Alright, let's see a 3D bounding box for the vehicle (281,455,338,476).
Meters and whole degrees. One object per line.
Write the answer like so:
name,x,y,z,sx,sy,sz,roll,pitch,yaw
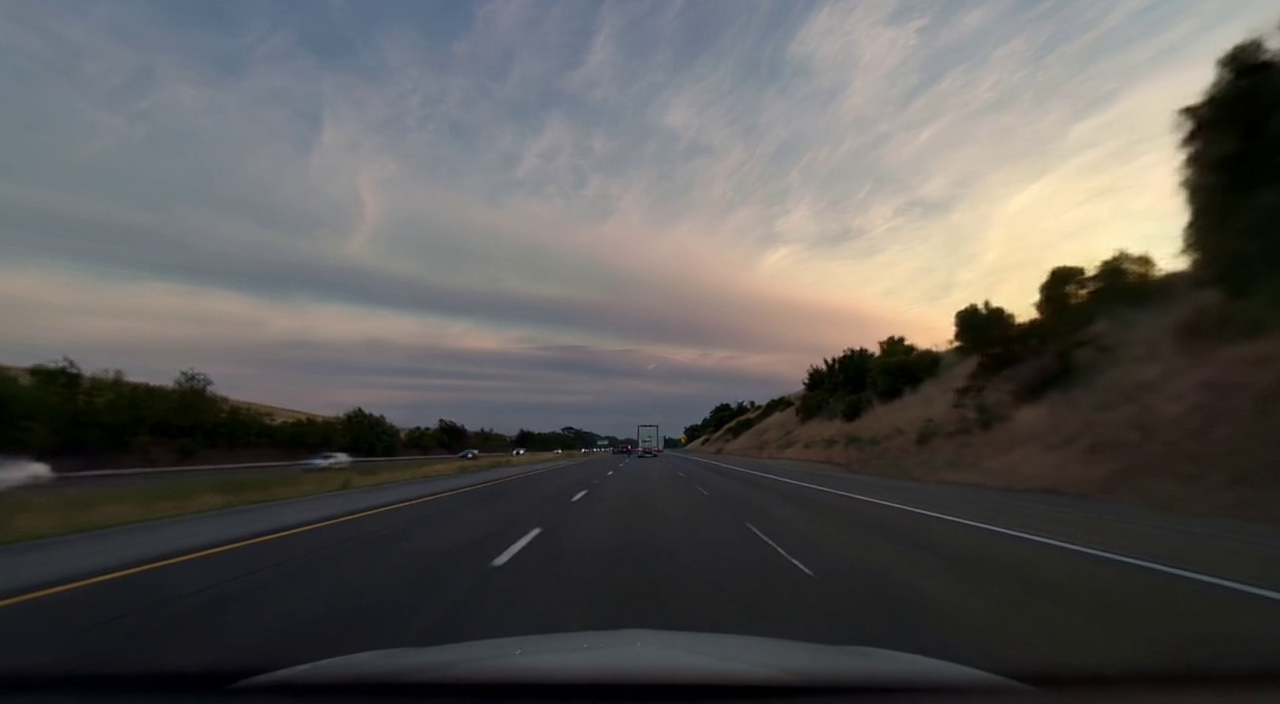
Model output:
vehicle,-25.488,8.773,48.750,1.888,1.506,4.467,0,-9,1
